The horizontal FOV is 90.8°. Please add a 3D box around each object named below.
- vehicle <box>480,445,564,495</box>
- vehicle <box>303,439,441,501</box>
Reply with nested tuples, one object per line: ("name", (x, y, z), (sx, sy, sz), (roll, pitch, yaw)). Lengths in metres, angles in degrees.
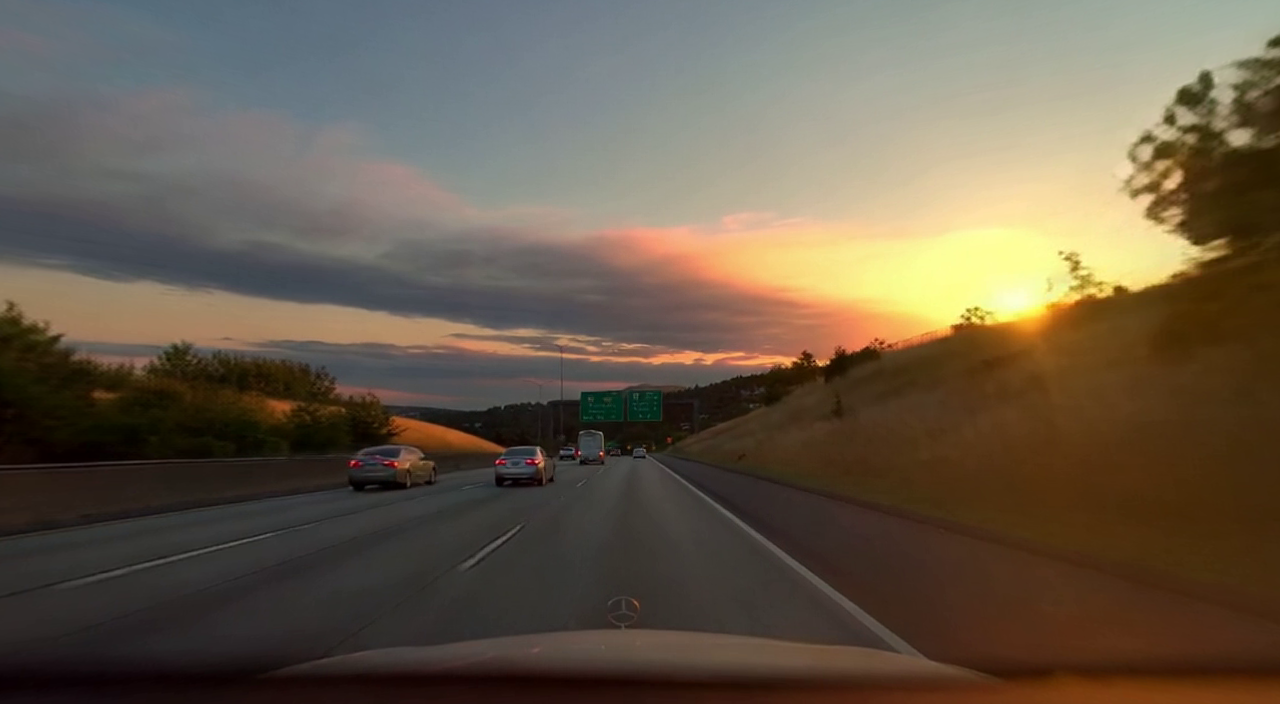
("vehicle", (-3.654, 3.711, 20.198), (1.924, 1.436, 3.915), (0, -9, 0))
("vehicle", (-7.498, 3.332, 18.227), (2.091, 1.558, 4.220), (0, -9, 0))
